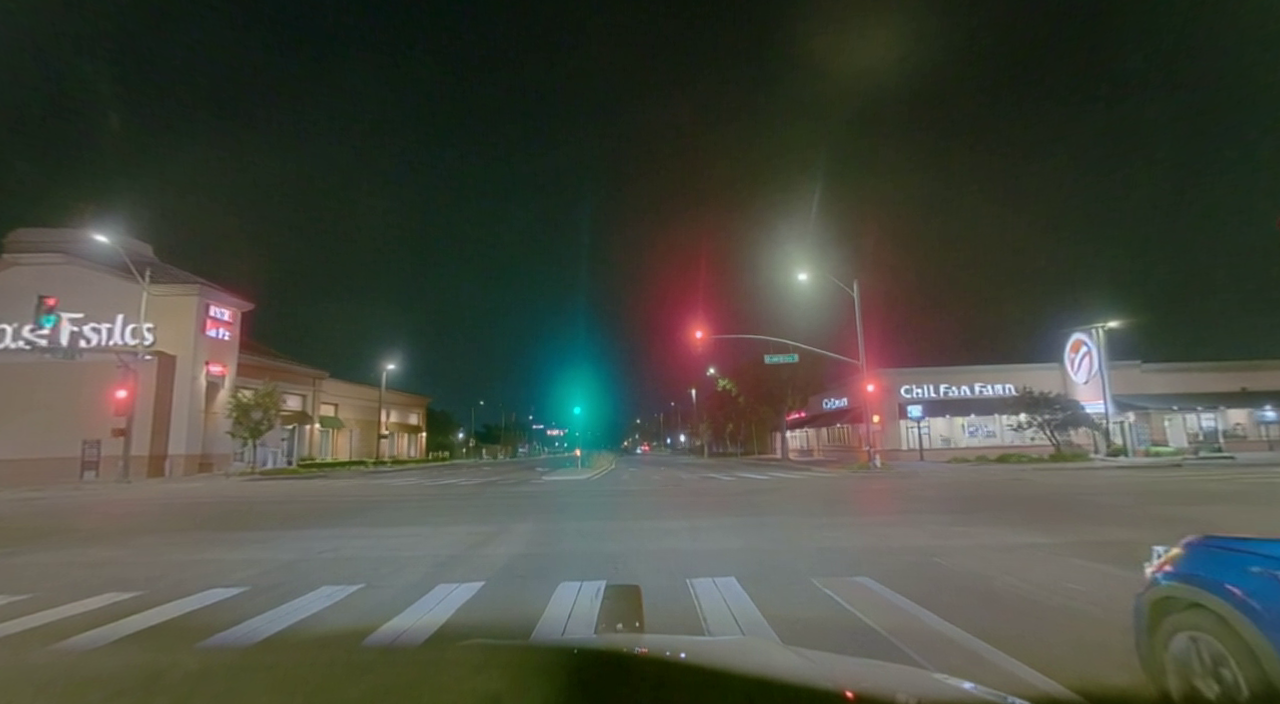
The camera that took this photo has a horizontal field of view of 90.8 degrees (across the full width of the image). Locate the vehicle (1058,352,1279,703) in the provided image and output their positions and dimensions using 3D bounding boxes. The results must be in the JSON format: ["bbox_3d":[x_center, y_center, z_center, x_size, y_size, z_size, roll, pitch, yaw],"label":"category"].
[{"bbox_3d":[3.038,0.595,0.443,2.015,1.641,4.995,0,-9,-1],"label":"vehicle"}]
